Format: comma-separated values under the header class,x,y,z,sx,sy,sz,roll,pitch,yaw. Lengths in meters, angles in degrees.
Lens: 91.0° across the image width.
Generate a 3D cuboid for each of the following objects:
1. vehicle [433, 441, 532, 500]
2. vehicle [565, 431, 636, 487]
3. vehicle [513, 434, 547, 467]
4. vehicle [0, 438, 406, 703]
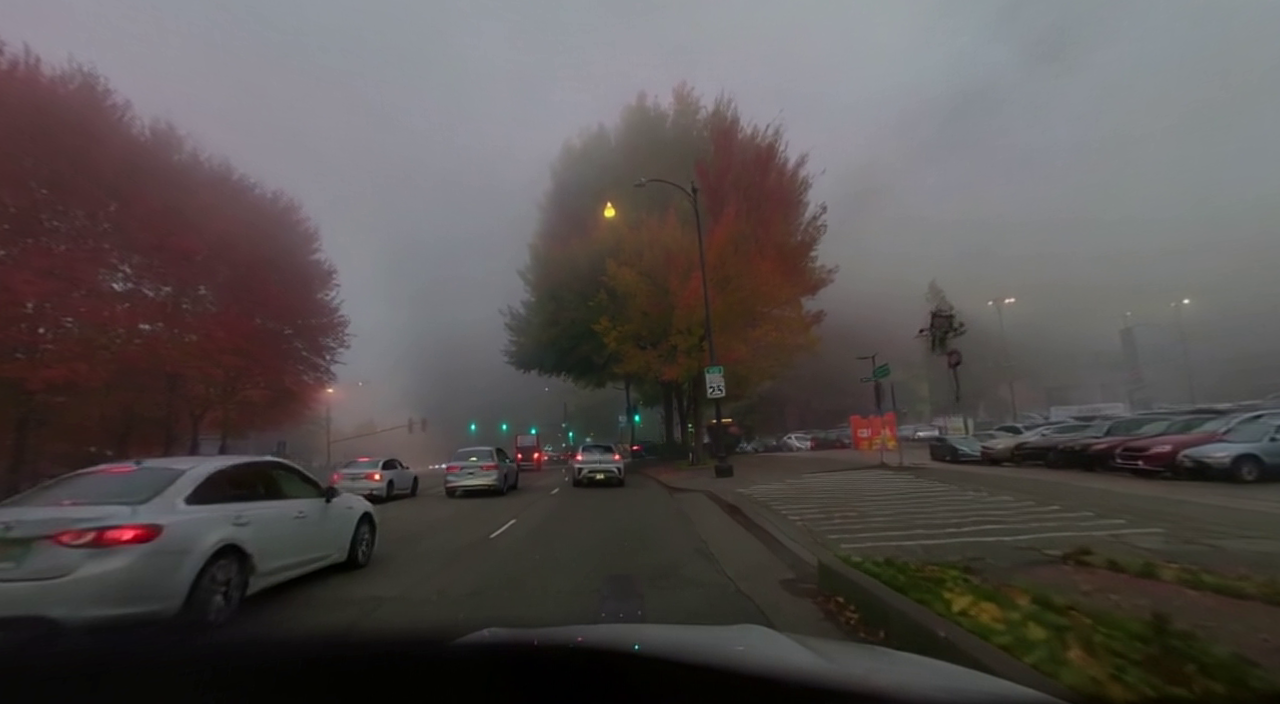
class,x,y,z,sx,sy,sz,roll,pitch,yaw
vehicle,-4.630,3.529,19.232,1.974,1.549,4.603,1,-9,-2
vehicle,-1.379,3.586,21.336,2.144,1.704,4.028,1,-9,-5
vehicle,-7.249,6.506,41.566,2.082,2.018,4.308,2,-9,-9
vehicle,-4.265,1.609,5.974,2.090,1.506,5.326,1,-9,-1
